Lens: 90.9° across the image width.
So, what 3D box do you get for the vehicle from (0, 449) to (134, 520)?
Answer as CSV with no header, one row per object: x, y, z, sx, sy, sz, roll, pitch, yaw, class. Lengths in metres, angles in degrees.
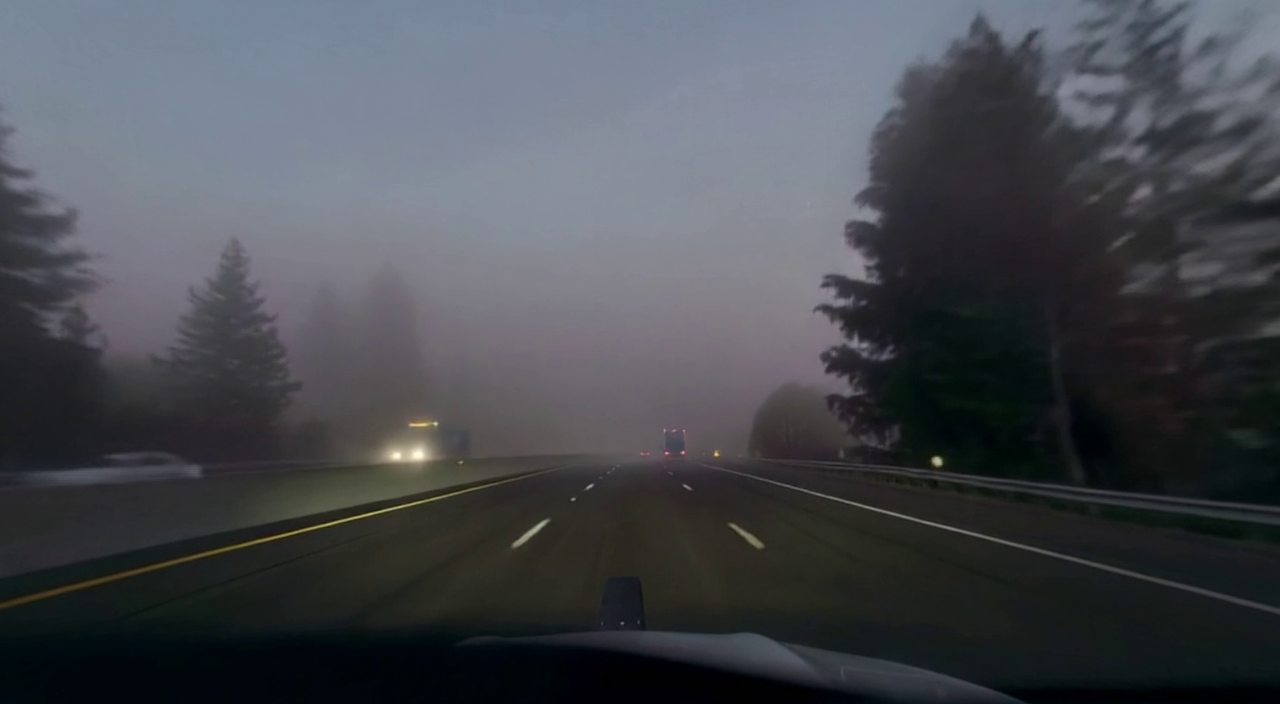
-16.210,3.408,16.574,1.946,1.683,4.594,0,-9,0,vehicle
